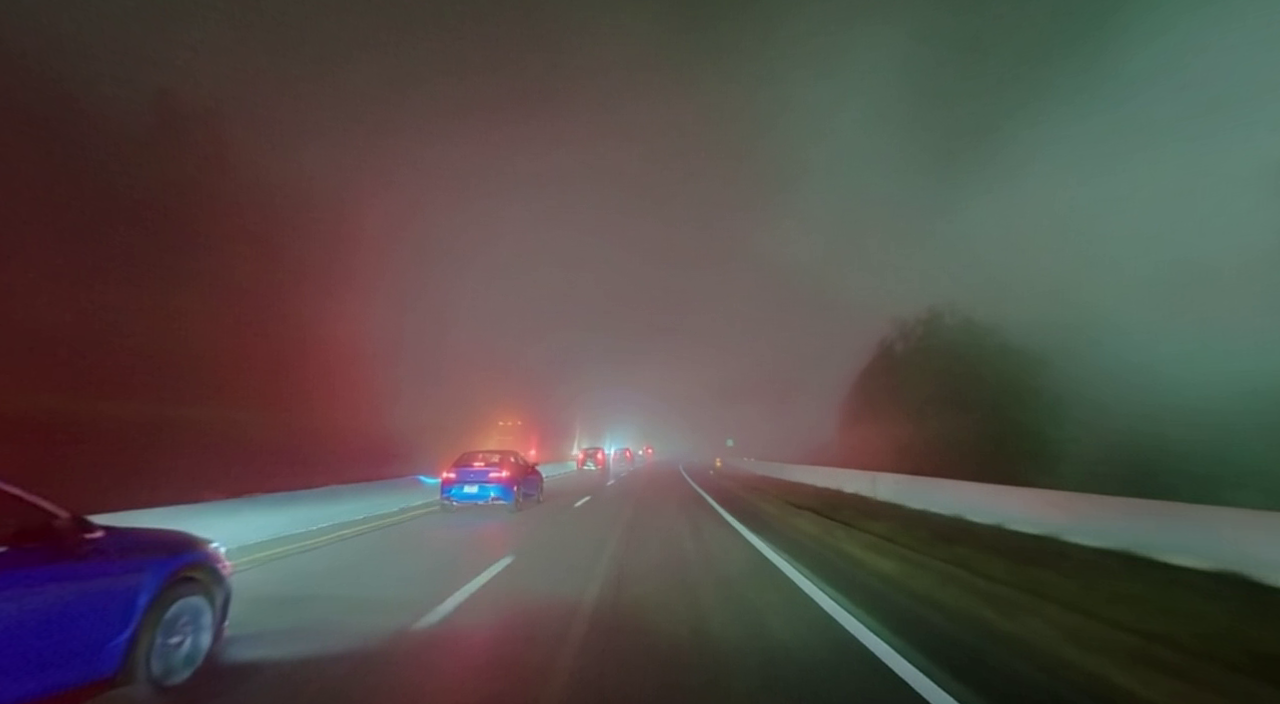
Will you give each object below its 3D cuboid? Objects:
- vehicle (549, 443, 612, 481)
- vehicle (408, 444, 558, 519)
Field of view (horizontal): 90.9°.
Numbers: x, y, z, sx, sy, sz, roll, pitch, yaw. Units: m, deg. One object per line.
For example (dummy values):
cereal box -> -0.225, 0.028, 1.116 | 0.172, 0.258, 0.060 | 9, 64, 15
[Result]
vehicle -> -2.410, 4.626, 26.729 | 2.094, 1.480, 4.124 | 0, -9, 2
vehicle -> -3.078, 2.639, 13.307 | 2.061, 1.330, 3.928 | 0, -9, 2
